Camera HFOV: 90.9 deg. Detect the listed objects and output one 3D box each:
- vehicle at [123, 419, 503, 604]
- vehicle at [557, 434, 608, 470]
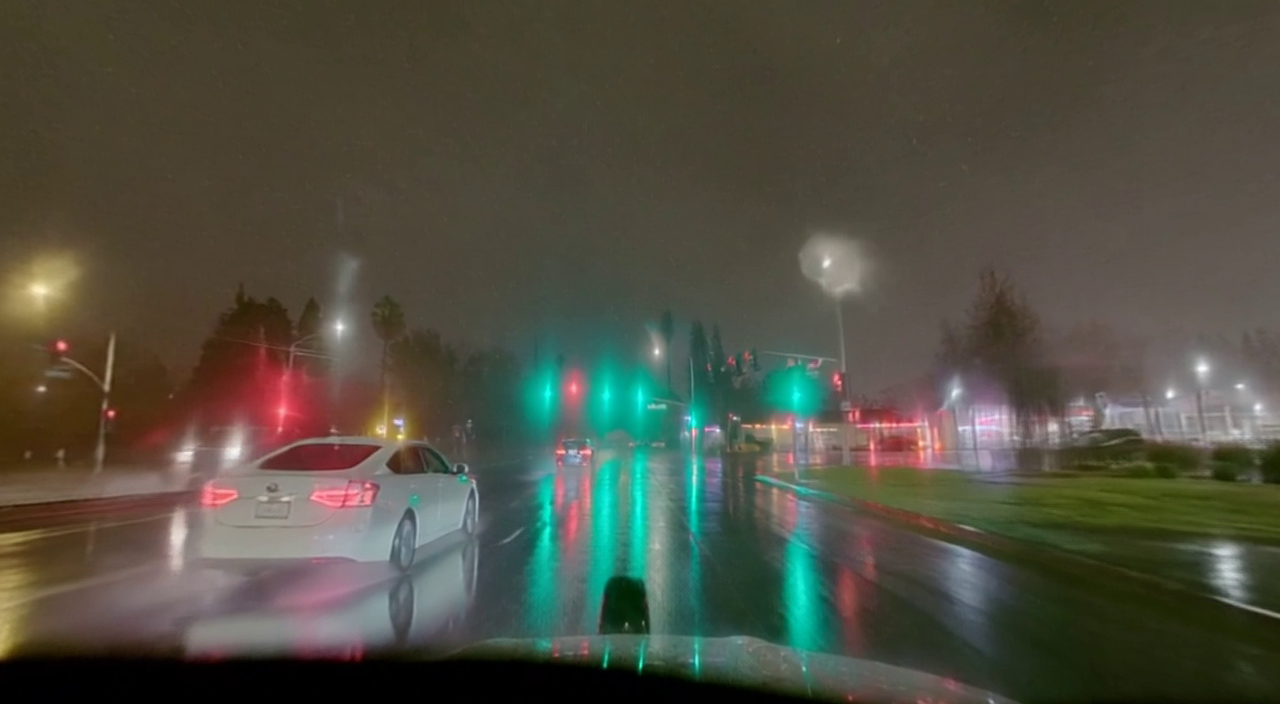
[{"bbox_3d":[-3.128,1.609,7.349,2.018,1.477,4.401,0,-8,1],"label":"vehicle"},{"bbox_3d":[-2.882,5.127,32.518,2.109,1.692,4.220,0,-8,1],"label":"vehicle"}]
